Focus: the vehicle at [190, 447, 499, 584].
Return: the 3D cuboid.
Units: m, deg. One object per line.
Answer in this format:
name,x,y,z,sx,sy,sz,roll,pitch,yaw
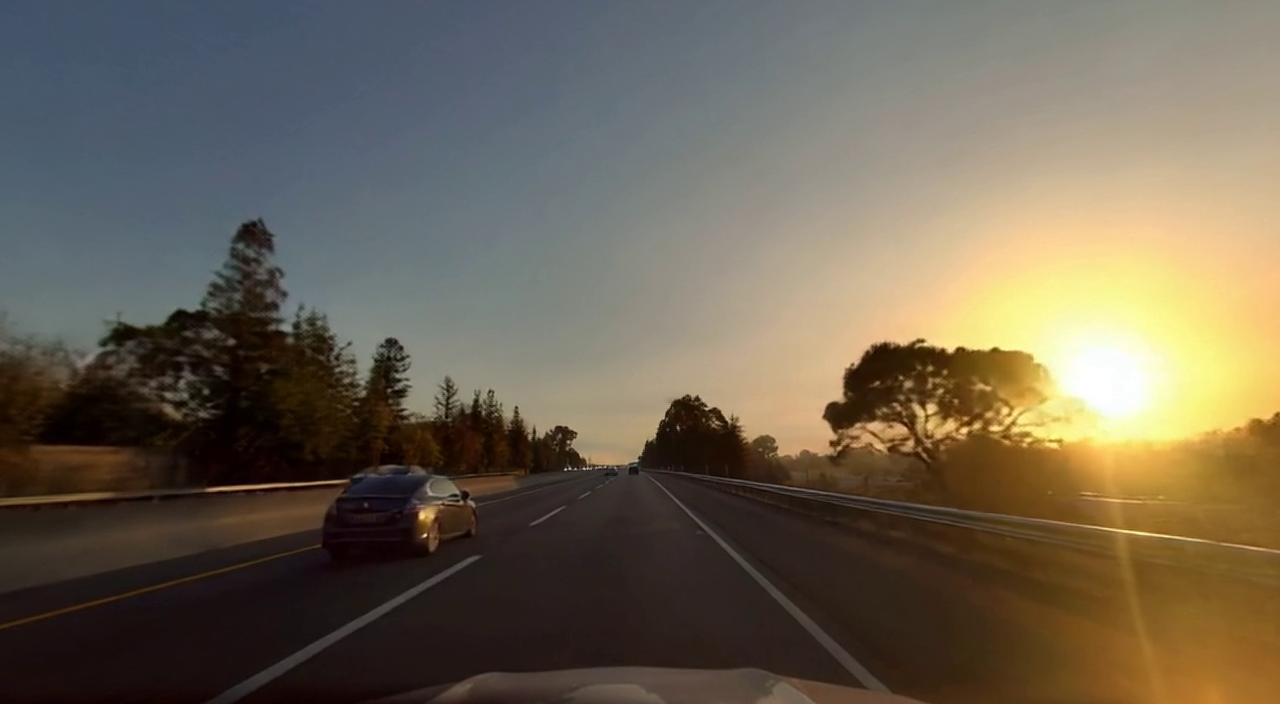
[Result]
vehicle,-3.818,2.264,9.484,2.146,1.441,5.020,1,-10,1
